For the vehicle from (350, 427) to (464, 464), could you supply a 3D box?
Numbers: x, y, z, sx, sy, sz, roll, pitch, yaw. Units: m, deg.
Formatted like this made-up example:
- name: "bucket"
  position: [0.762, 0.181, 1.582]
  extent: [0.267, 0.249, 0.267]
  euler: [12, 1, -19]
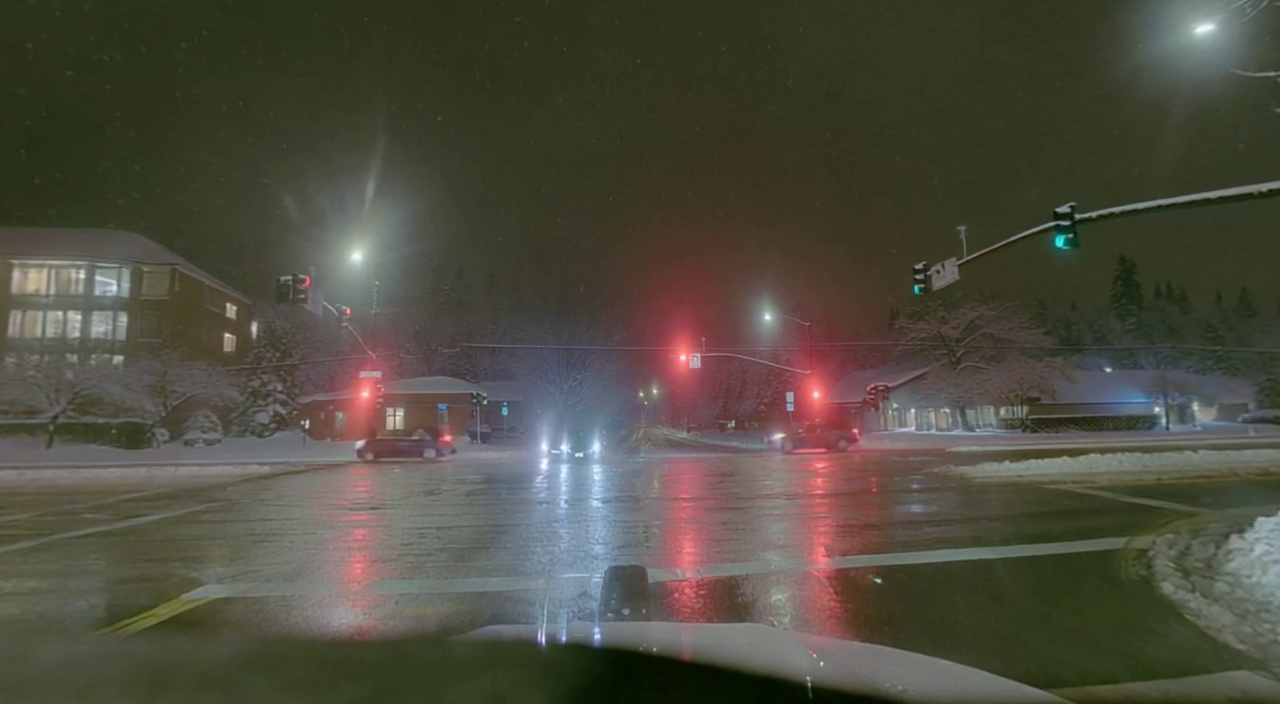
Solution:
- name: "vehicle"
  position: [-10.235, 4.137, 27.999]
  extent: [4.407, 1.569, 1.859]
  euler: [1, -9, -8]

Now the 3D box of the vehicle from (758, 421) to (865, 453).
- name: "vehicle"
  position: [8.135, 4.080, 30.113]
  extent: [4.510, 1.431, 1.884]
  euler: [1, -9, -8]

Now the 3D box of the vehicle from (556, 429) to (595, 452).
- name: "vehicle"
  position: [-4.388, 6.168, 43.773]
  extent: [1.919, 1.467, 4.086]
  euler: [-1, -9, 5]

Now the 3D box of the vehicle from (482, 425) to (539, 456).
- name: "vehicle"
  position: [-8.298, 5.741, 40.899]
  extent: [2.000, 1.864, 5.044]
  euler: [-1, -9, 8]
